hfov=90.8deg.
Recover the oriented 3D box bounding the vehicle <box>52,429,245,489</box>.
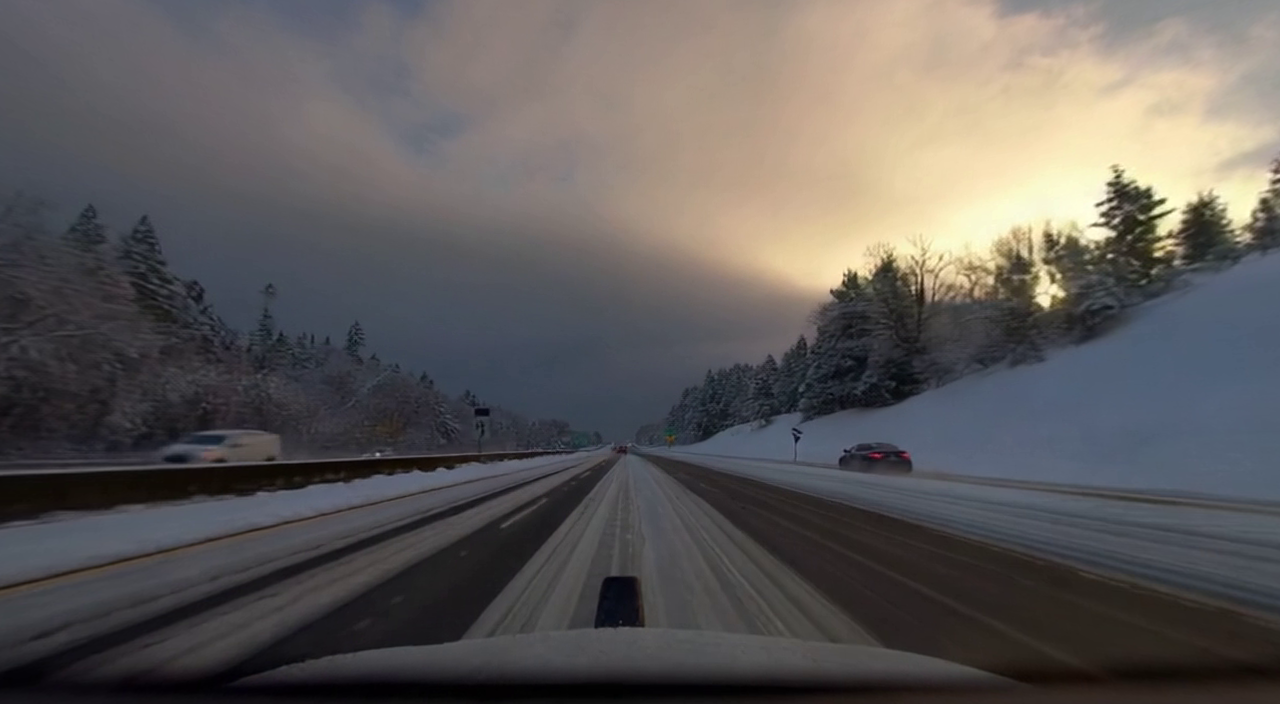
[{"bbox_3d":[-14.319,3.159,18.863,2.089,1.559,4.558,0,-9,0],"label":"vehicle"}]

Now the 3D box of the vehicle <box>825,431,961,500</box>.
[{"bbox_3d":[6.875,3.123,17.740,2.081,1.705,3.926,0,-9,-2],"label":"vehicle"}]
